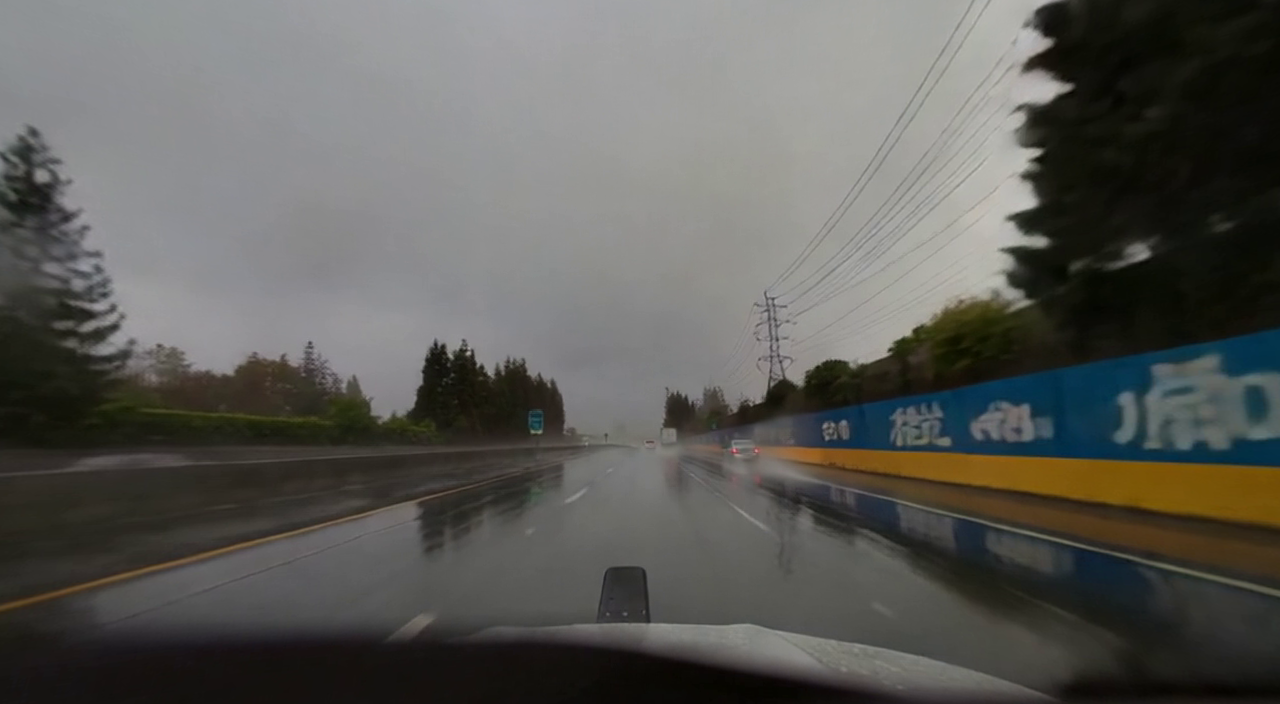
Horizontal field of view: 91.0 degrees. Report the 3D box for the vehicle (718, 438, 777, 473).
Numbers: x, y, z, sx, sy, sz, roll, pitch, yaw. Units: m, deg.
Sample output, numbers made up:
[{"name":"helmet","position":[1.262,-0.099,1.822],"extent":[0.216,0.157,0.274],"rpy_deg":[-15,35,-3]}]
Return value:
[{"name":"vehicle","position":[4.895,4.791,29.240],"extent":[1.991,1.494,3.951],"rpy_deg":[0,-8,-1]}]
